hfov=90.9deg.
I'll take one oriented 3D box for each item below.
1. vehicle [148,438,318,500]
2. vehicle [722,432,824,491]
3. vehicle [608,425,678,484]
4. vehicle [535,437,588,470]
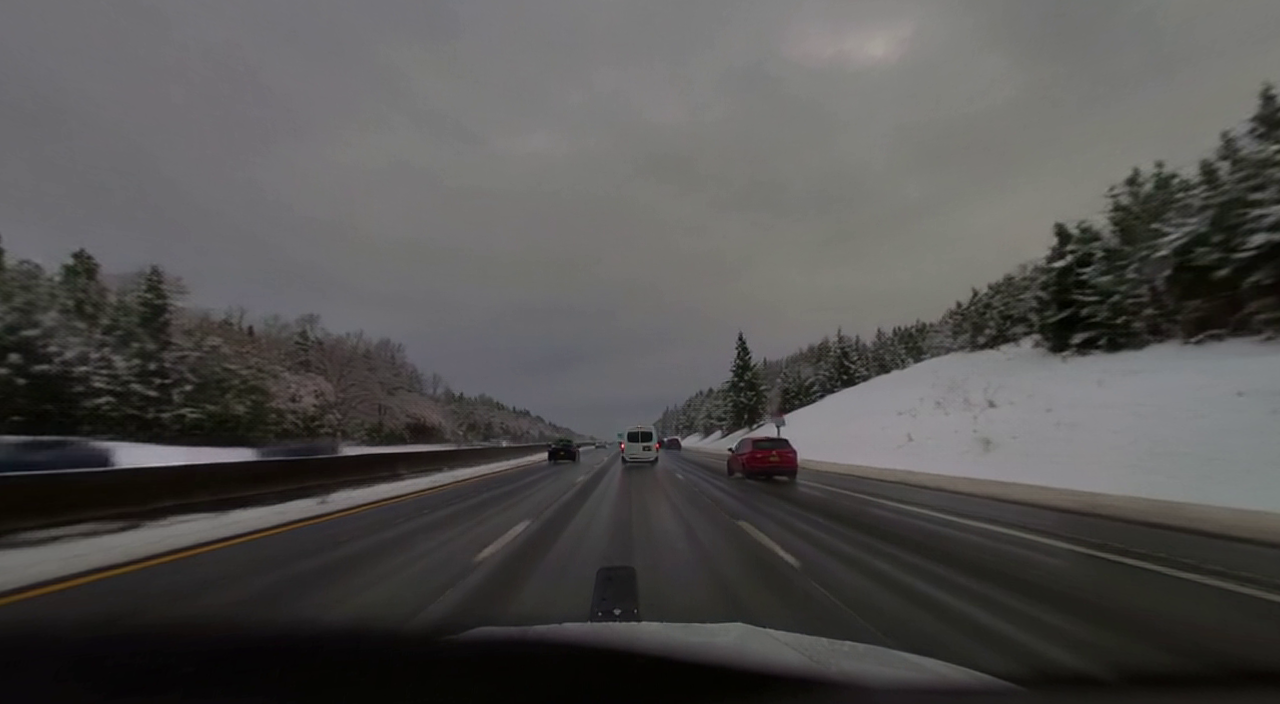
[{"bbox_3d":[-11.275,3.218,17.949,2.014,1.512,4.412,0,-8,-2],"label":"vehicle"},{"bbox_3d":[3.889,3.255,19.348,1.923,1.562,4.691,0,-8,-3],"label":"vehicle"},{"bbox_3d":[0.054,3.471,21.682,2.159,1.811,4.238,0,-8,-1],"label":"vehicle"},{"bbox_3d":[-3.794,4.992,31.414,2.093,1.517,4.648,0,-8,0],"label":"vehicle"}]
